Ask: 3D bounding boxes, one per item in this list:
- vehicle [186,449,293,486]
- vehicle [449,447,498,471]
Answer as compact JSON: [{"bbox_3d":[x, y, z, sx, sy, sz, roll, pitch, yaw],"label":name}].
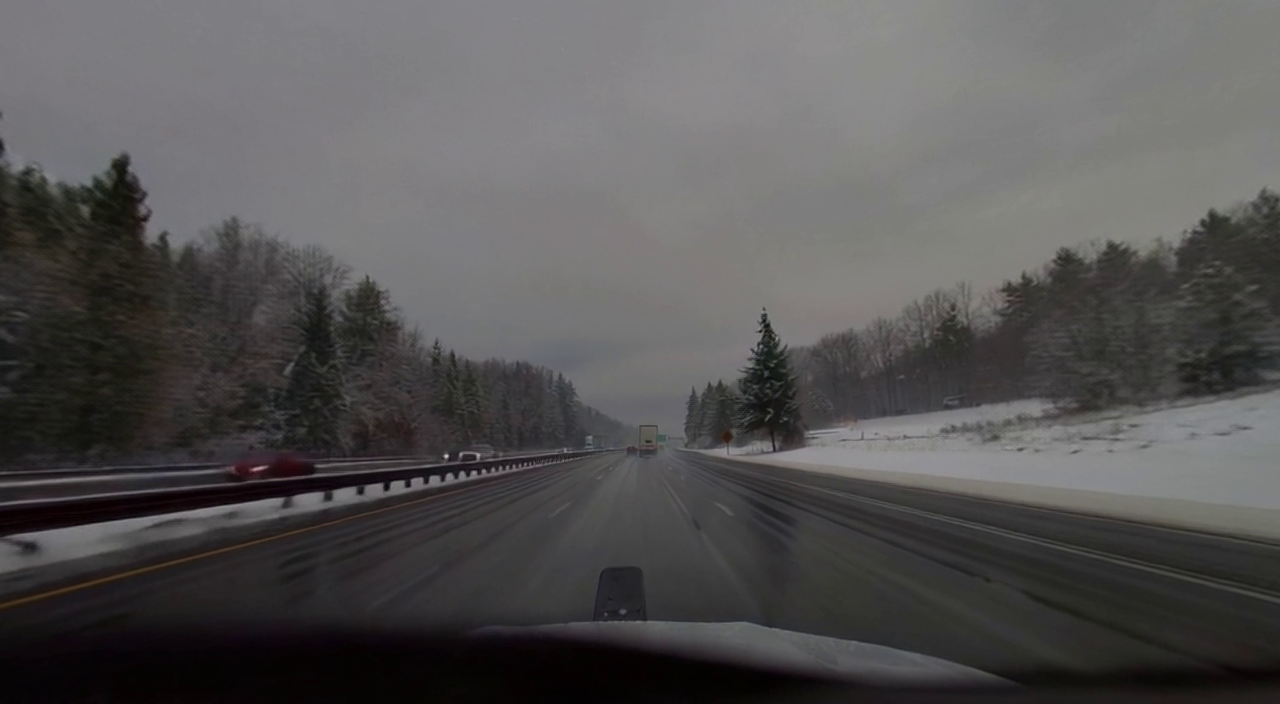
[{"bbox_3d":[-16.899,4.871,26.840,1.872,1.465,3.915,0,-9,1],"label":"vehicle"},{"bbox_3d":[-11.230,7.235,42.827,1.997,1.549,4.691,0,-9,1],"label":"vehicle"}]
